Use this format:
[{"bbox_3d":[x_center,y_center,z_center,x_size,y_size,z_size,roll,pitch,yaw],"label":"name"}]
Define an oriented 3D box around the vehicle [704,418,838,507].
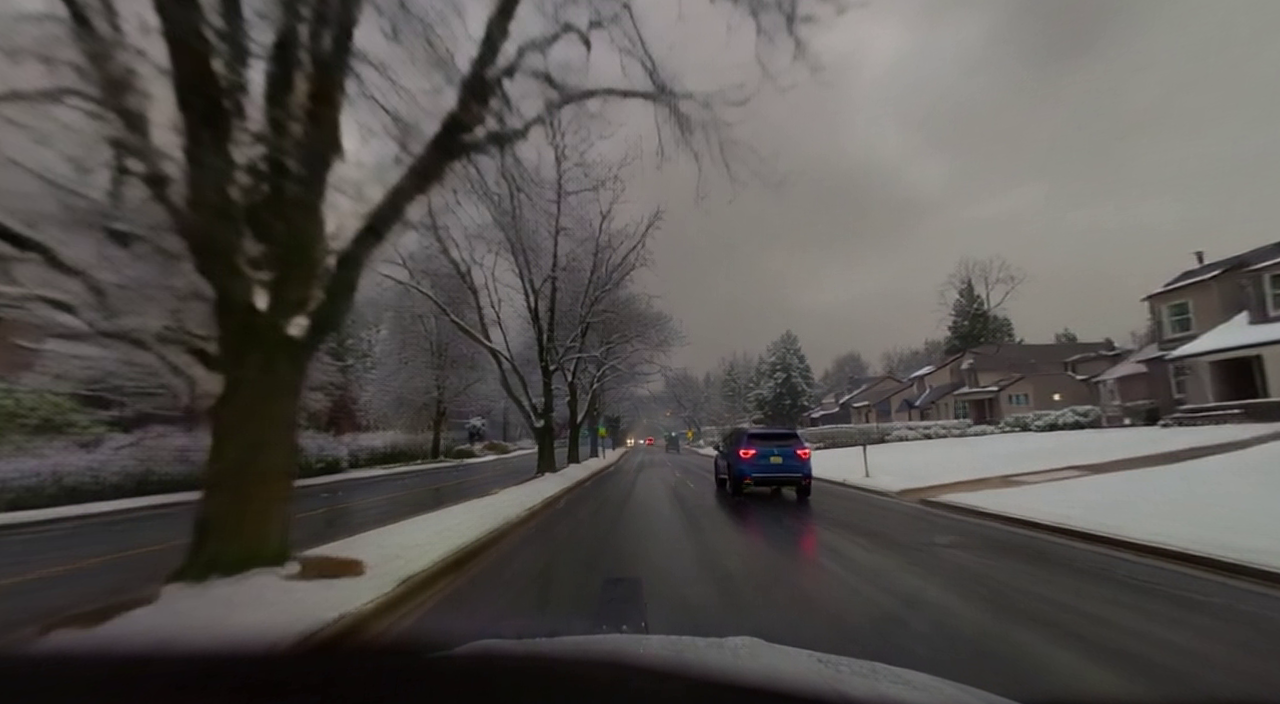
[{"bbox_3d":[2.871,2.562,15.056,2.180,1.773,4.639,0,-8,0],"label":"vehicle"}]
